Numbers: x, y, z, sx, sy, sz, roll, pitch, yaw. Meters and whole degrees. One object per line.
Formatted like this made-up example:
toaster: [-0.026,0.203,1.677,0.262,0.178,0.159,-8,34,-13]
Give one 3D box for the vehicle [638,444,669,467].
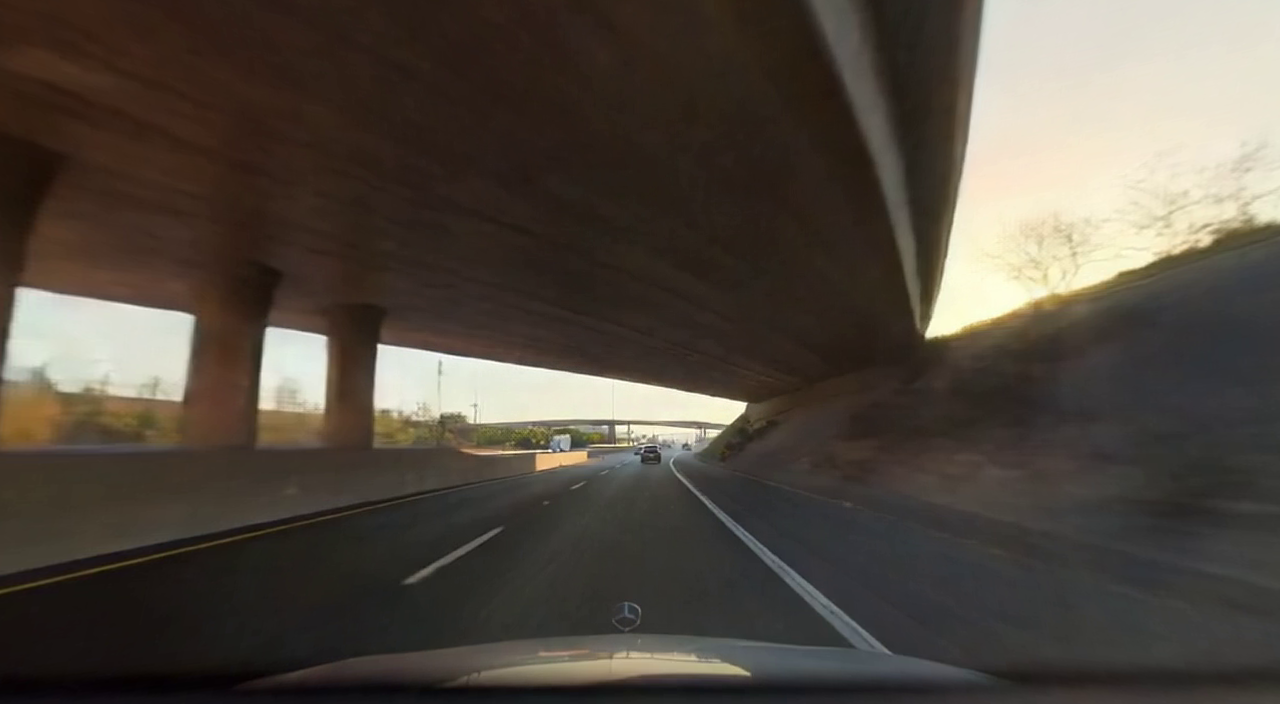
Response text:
vehicle: [1.000,7.788,47.503,2.221,1.603,4.149,0,-9,1]
